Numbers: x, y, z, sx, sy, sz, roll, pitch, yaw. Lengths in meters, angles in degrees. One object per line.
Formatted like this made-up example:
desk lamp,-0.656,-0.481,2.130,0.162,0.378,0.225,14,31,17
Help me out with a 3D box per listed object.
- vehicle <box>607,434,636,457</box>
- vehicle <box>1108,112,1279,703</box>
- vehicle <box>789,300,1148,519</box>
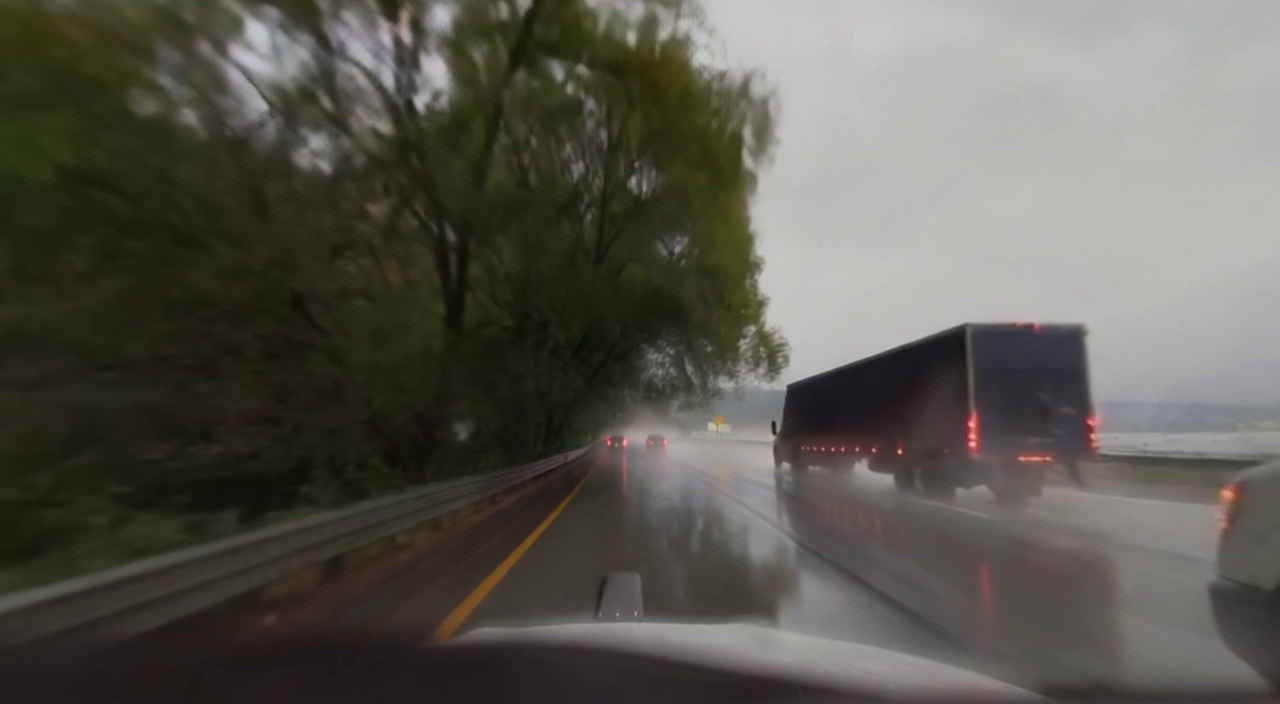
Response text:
vehicle,-1.449,7.110,48.226,2.088,1.671,4.068,0,-8,-2
vehicle,3.452,0.173,0.103,2.436,2.521,5.409,0,-8,-1
vehicle,7.751,1.959,18.876,2.888,4.093,14.227,0,-8,-1
